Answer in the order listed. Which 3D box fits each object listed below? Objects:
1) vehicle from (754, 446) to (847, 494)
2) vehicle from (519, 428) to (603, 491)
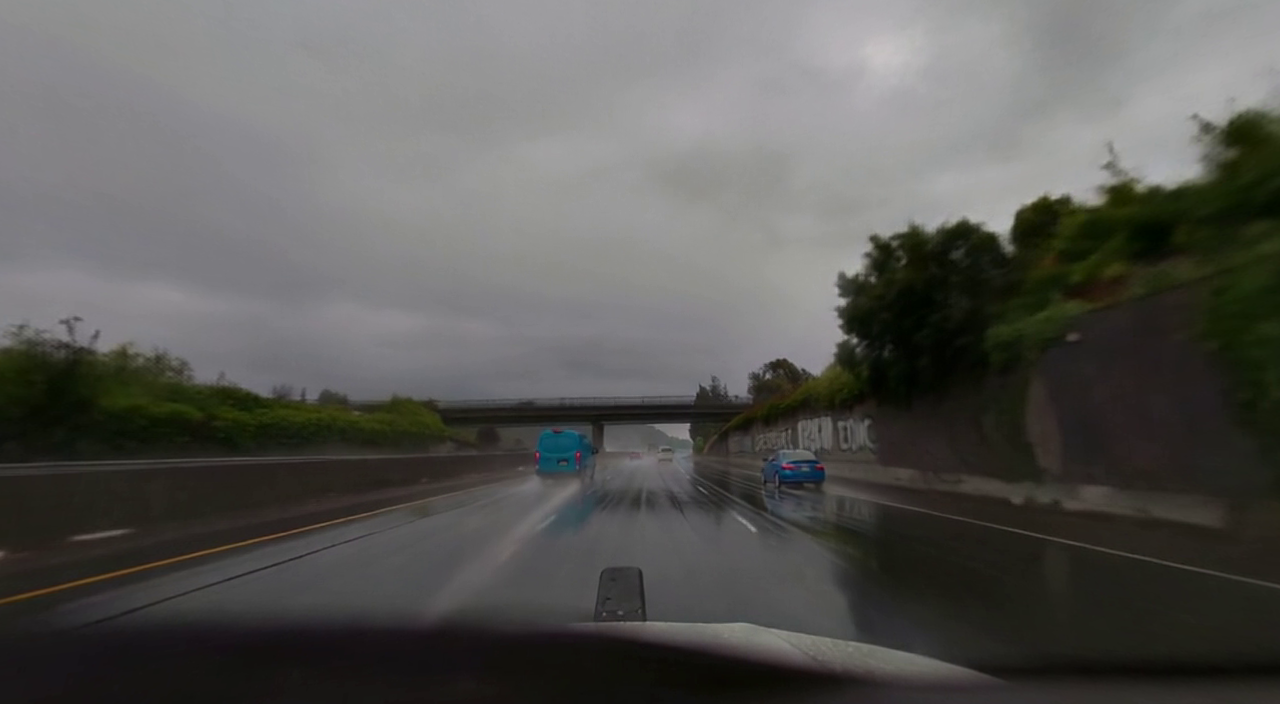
[{"bbox_3d":[5.487,4.053,22.195,1.972,1.492,4.623,0,-9,-1],"label":"vehicle"},{"bbox_3d":[-2.708,3.876,23.039,2.310,2.030,5.094,0,-9,1],"label":"vehicle"}]
